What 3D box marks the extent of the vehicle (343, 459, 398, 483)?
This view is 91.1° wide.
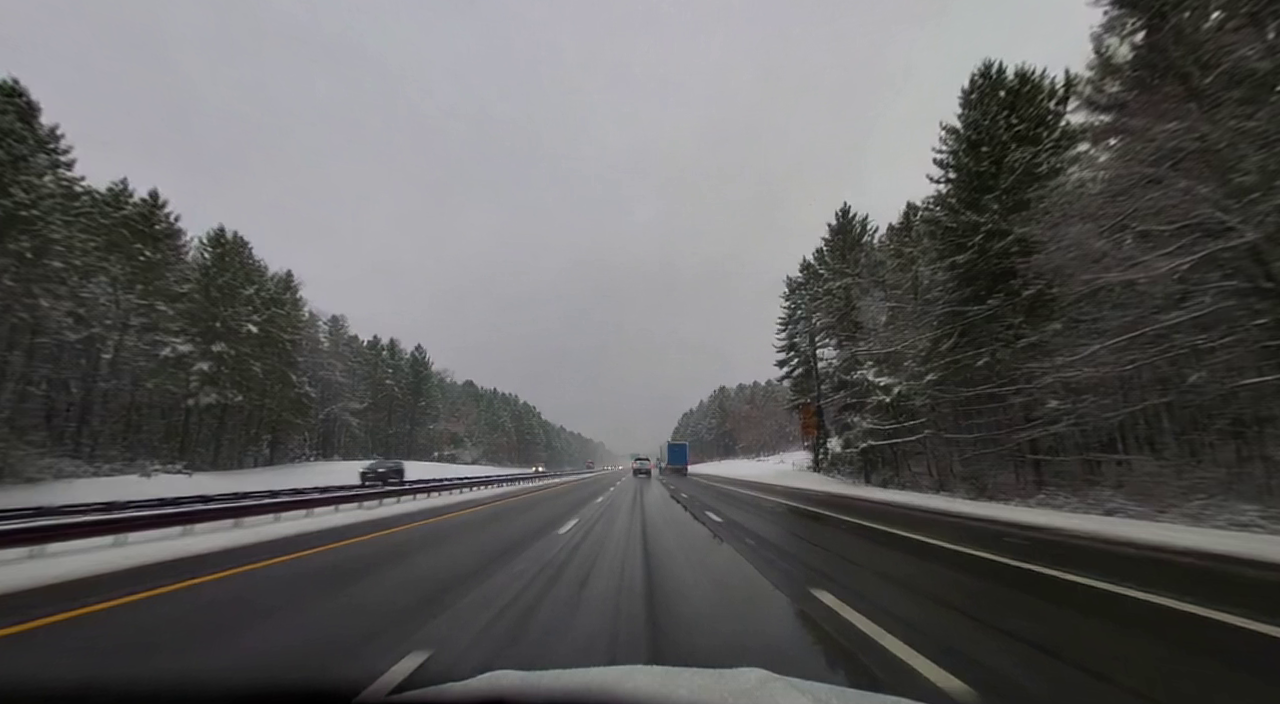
[{"bbox_3d":[-18.552,8.226,43.456,1.785,1.513,4.361,1,-10,1],"label":"vehicle"}]
